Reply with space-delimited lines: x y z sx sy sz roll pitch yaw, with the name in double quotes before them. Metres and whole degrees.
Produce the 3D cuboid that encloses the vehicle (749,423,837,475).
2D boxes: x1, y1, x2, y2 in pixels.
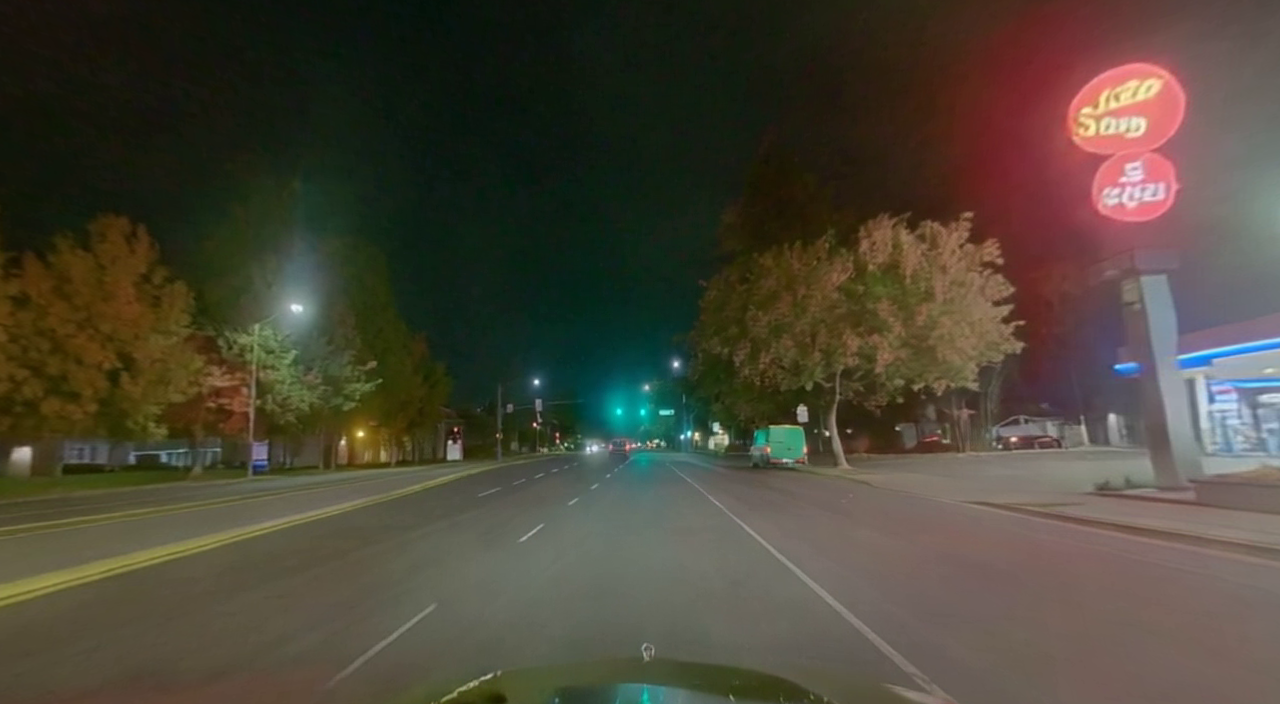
"vehicle" 7.489 4.892 31.826 2.764 2.327 6.492 0 -8 0
